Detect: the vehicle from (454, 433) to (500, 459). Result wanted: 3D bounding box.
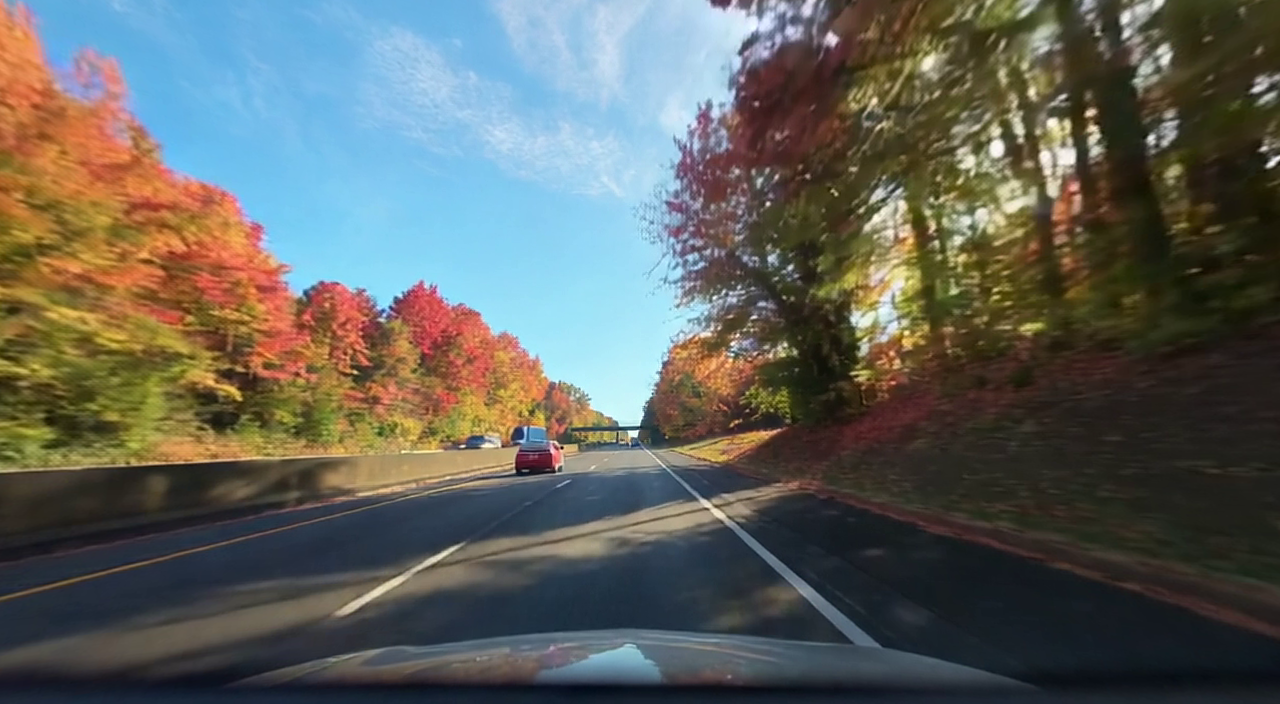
[{"bbox_3d":[-12.254,7.096,47.599,2.098,1.796,4.845,0,-8,1],"label":"vehicle"}]

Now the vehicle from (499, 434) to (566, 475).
[{"bbox_3d":[-4.370,4.249,26.289,2.002,1.553,4.247,0,-8,0],"label":"vehicle"}]
